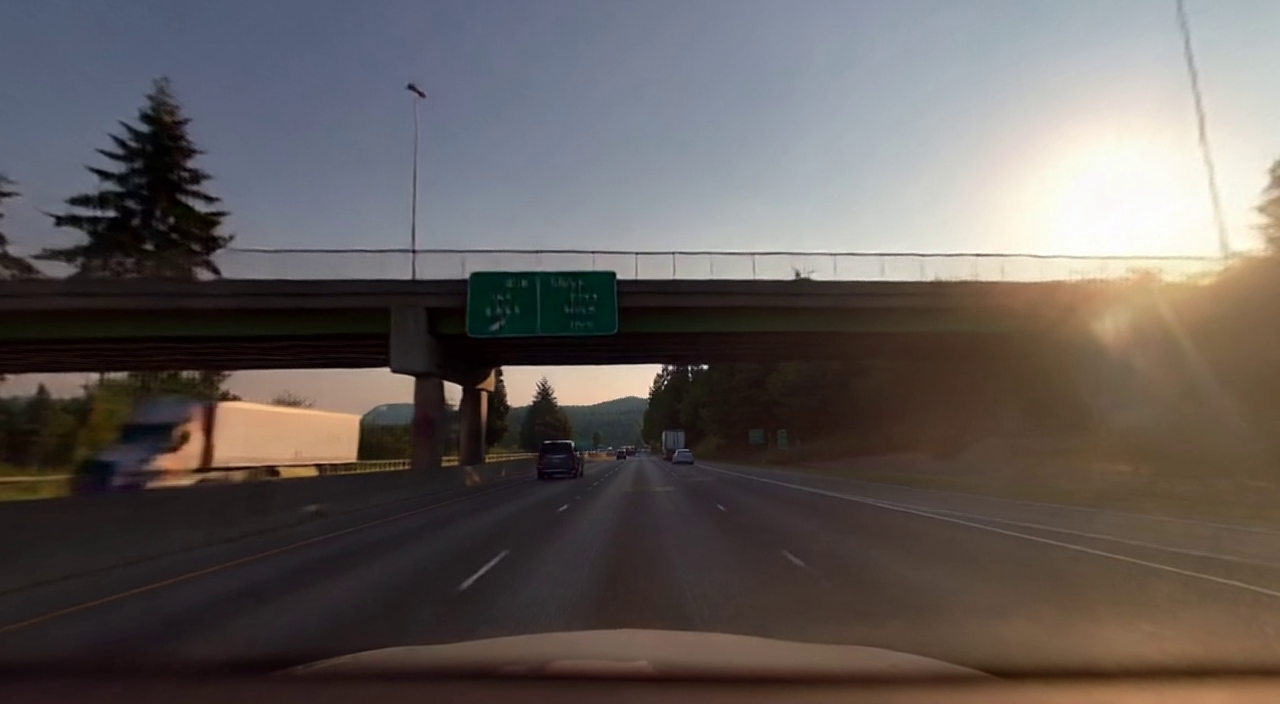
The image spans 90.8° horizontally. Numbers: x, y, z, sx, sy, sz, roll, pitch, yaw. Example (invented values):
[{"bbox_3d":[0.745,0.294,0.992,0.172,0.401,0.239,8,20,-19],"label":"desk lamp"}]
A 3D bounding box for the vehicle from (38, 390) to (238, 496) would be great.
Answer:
[{"bbox_3d":[-20.079,3.745,25.876,2.995,3.822,6.024,0,-9,0],"label":"vehicle"}]

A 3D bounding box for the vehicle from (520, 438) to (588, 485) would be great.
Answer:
[{"bbox_3d":[-3.556,4.645,26.972,2.238,1.792,4.518,0,-9,0],"label":"vehicle"}]
